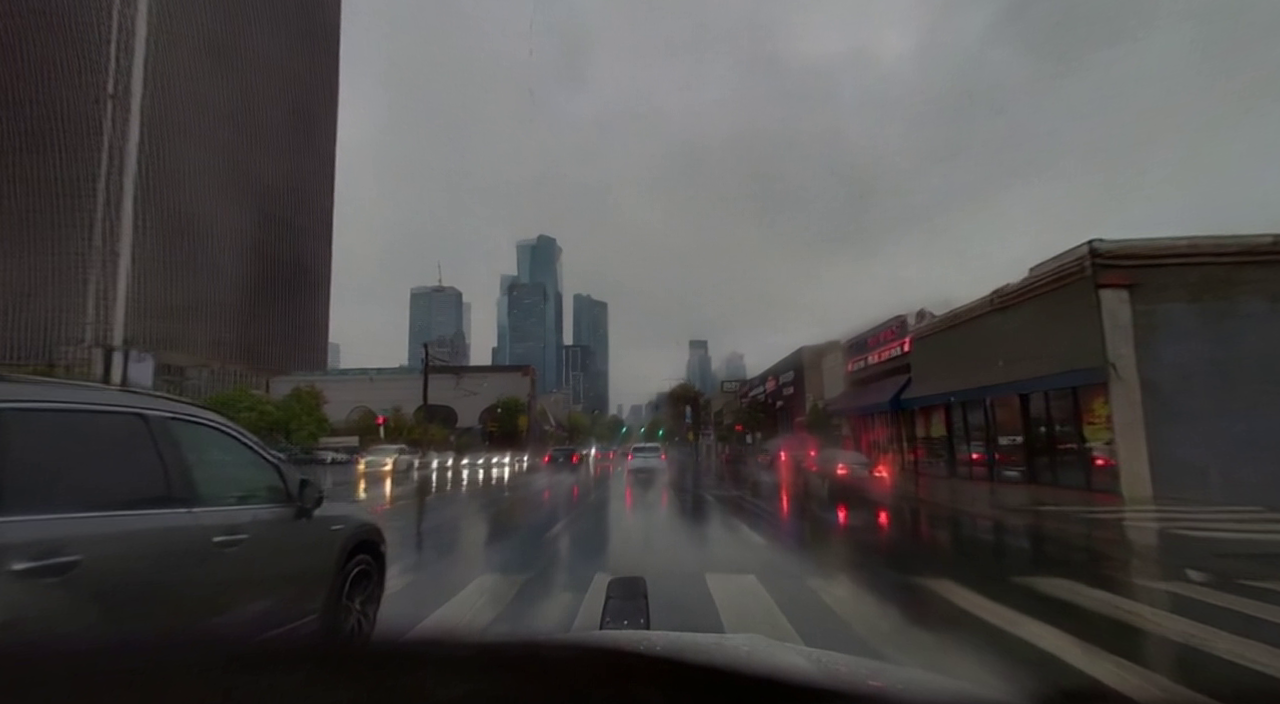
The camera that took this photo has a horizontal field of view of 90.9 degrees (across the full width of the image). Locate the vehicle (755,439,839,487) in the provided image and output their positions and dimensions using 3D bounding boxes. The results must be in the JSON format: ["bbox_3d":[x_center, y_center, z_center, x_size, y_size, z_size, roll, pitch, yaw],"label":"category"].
[{"bbox_3d":[6.539,4.675,26.872,2.159,1.817,5.056,0,-9,-1],"label":"vehicle"}]

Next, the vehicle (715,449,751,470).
[{"bbox_3d":[6.949,8.103,47.609,2.014,1.495,4.562,0,-9,-1],"label":"vehicle"}]

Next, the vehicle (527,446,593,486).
[{"bbox_3d":[-3.095,4.477,25.141,1.950,1.450,4.257,0,-9,2],"label":"vehicle"}]

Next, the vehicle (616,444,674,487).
[{"bbox_3d":[0.196,4.278,24.036,2.037,1.484,4.073,0,-9,0],"label":"vehicle"}]

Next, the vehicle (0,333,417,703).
[{"bbox_3d":[-2.926,0.939,2.978,2.049,1.646,4.445,0,-9,1],"label":"vehicle"}]

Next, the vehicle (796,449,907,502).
[{"bbox_3d":[6.457,3.794,19.835,1.944,1.462,4.406,0,-9,0],"label":"vehicle"}]
